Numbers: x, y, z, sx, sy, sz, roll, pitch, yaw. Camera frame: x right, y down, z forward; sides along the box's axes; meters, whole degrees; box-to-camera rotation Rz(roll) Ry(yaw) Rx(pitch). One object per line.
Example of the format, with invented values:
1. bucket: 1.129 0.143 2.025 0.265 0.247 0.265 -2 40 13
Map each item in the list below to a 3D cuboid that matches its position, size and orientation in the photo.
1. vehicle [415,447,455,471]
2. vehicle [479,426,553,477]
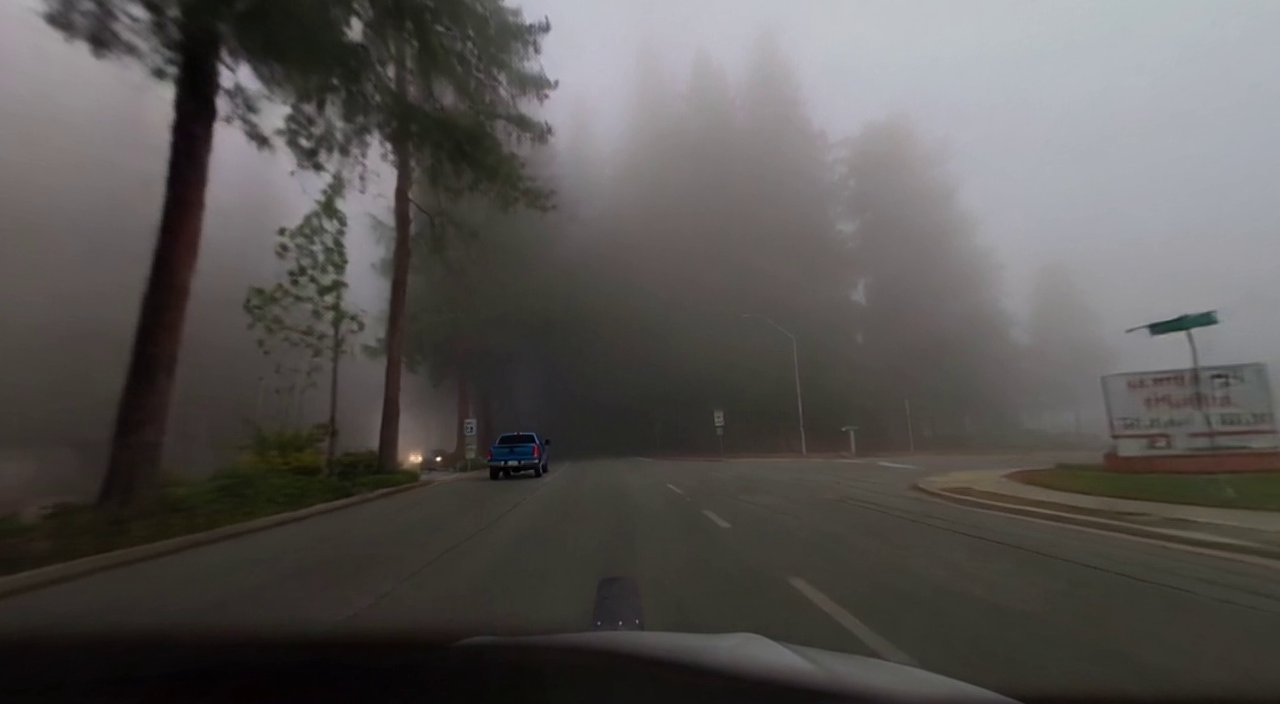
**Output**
1. vehicle: -14.595 7.621 45.211 1.883 1.632 4.024 1 -8 -6
2. vehicle: -4.999 4.141 26.513 2.267 1.849 6.402 0 -8 -4
